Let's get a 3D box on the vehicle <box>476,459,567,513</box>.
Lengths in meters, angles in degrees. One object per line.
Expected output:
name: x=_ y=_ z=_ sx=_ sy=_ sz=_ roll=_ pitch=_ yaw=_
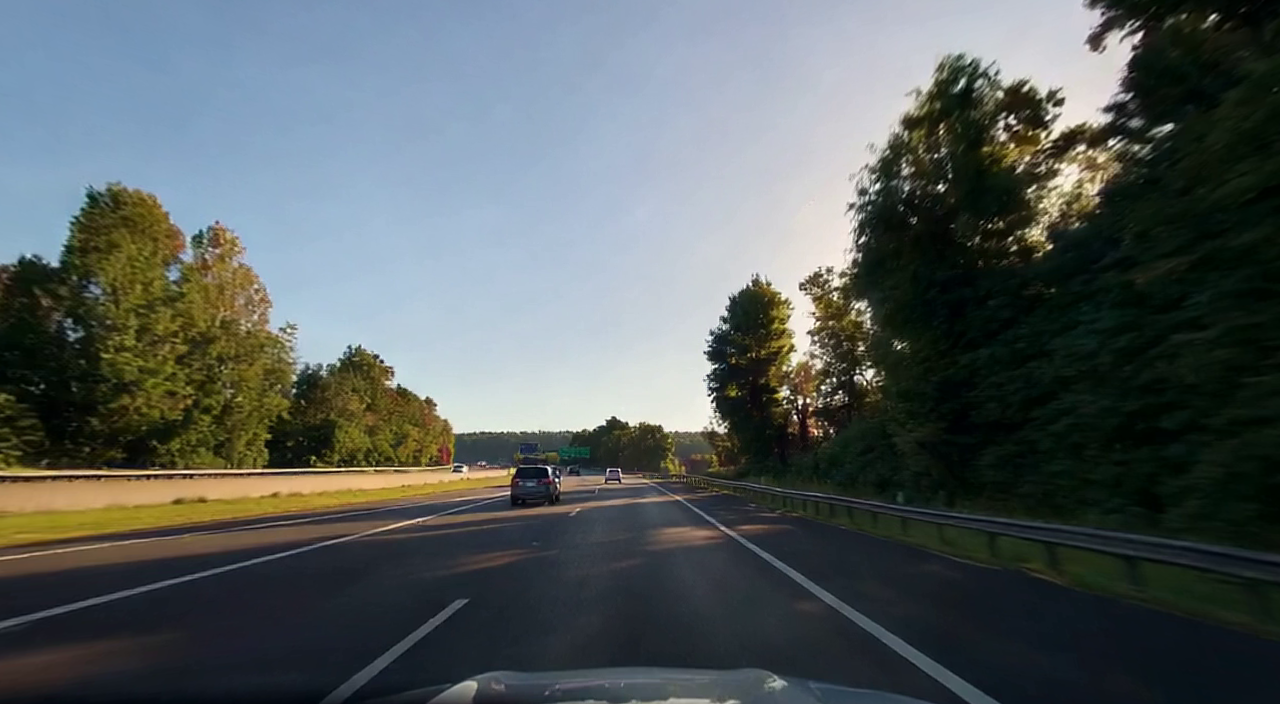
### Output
vehicle: x=-3.774 y=4.410 z=21.007 sx=2.115 sy=1.546 sz=4.638 roll=1 pitch=-10 yaw=0
